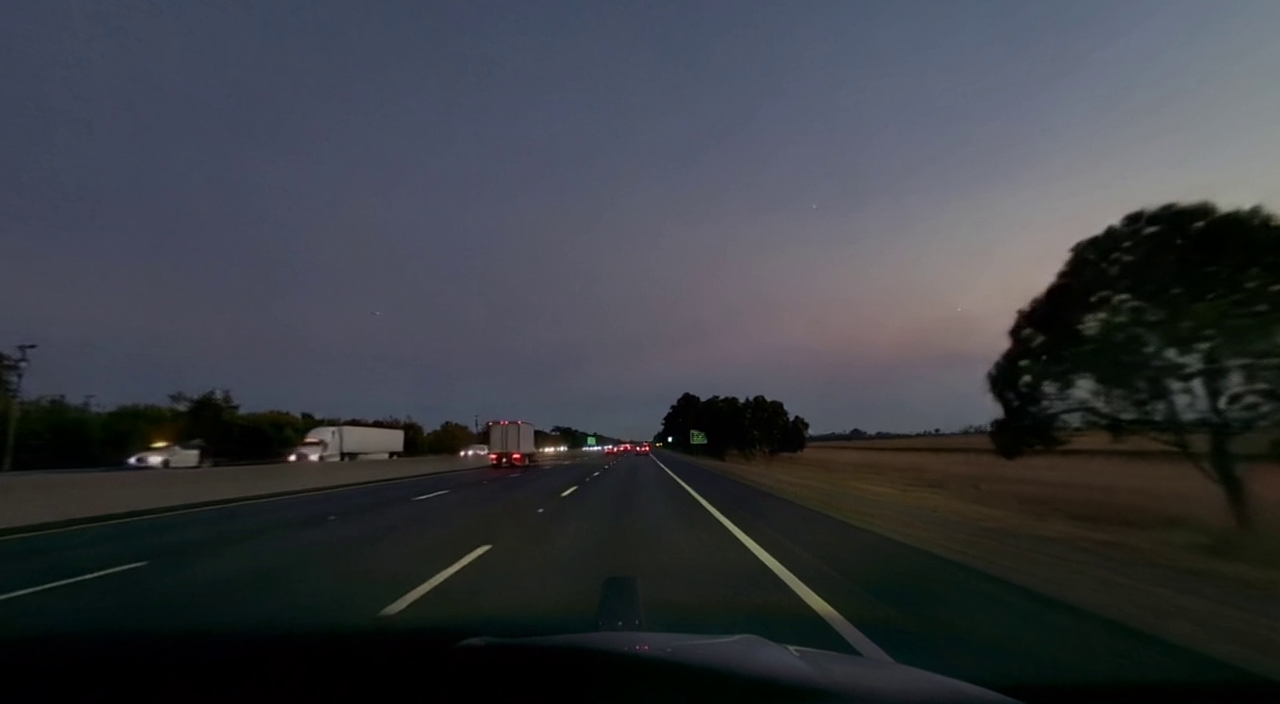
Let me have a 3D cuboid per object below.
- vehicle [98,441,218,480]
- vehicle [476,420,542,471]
[{"bbox_3d":[-37.025,8.331,48.814,3.173,2.754,7.530,-1,-9,1],"label":"vehicle"},{"bbox_3d":[-7.423,5.450,36.515,2.444,2.685,5.893,0,-9,1],"label":"vehicle"}]
